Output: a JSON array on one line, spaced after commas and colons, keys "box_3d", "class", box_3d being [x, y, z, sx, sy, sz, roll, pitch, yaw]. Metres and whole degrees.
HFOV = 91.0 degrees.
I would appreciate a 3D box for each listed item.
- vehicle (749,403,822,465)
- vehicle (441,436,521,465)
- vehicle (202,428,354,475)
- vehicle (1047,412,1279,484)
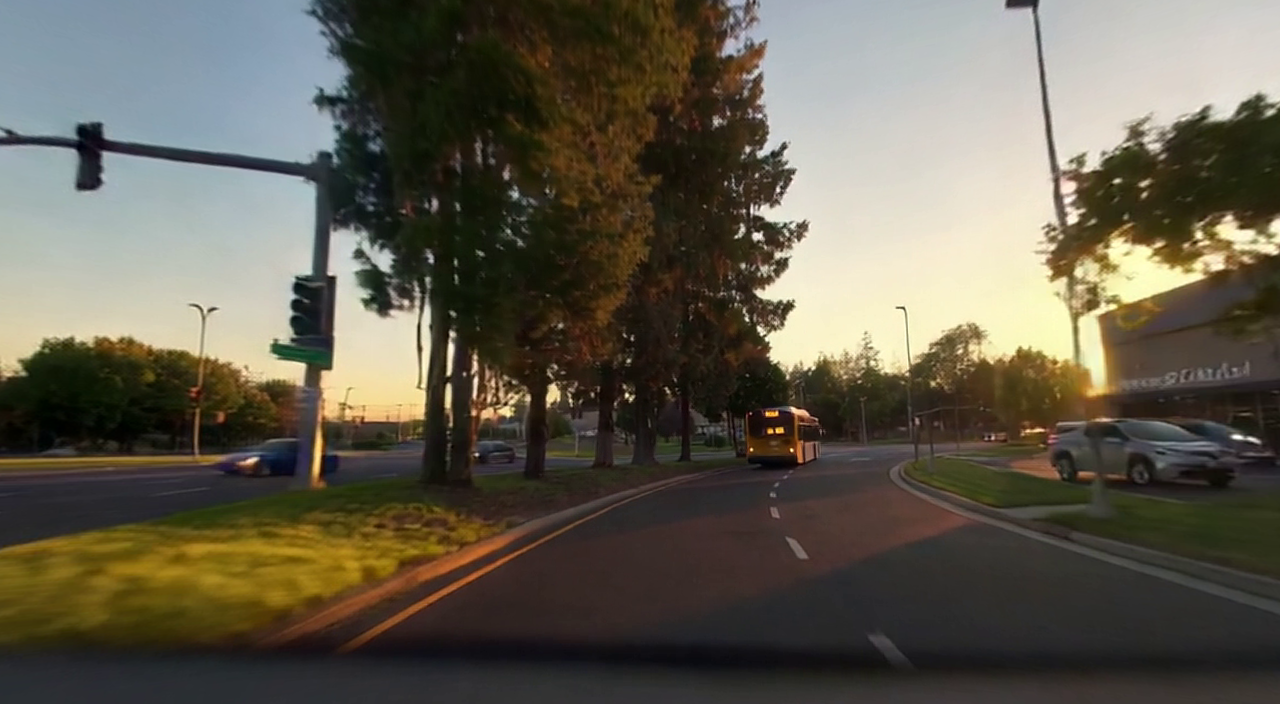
[{"box_3d": [9.654, 5.374, 40.580, 3.031, 3.429, 11.005, -3, -9, 20], "class": "vehicle"}, {"box_3d": [-8.744, 5.487, 35.115, 1.887, 1.494, 4.443, -4, -10, 25], "class": "vehicle"}, {"box_3d": [-13.680, 3.806, 24.158, 2.054, 1.607, 4.615, -4, -9, 25], "class": "vehicle"}, {"box_3d": [15.821, 2.831, 18.605, 5.856, 1.945, 2.183, -3, -9, 16], "class": "vehicle"}]
